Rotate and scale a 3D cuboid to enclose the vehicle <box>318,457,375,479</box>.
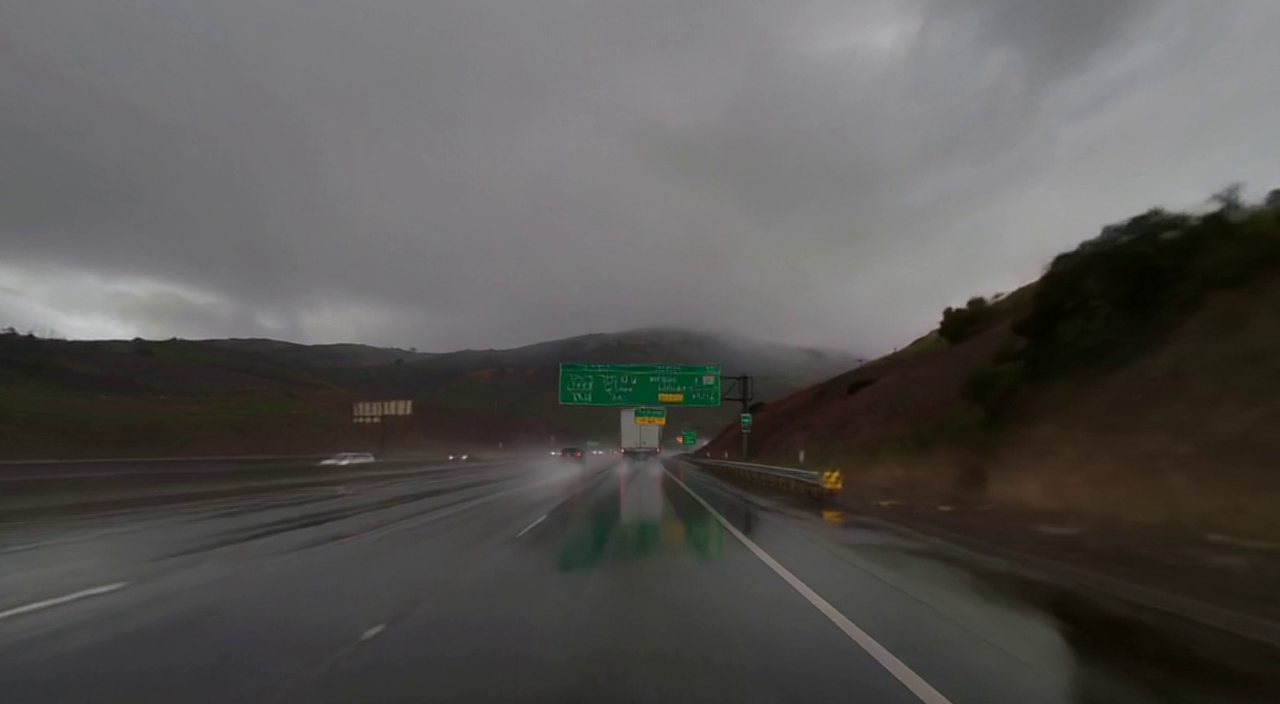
[{"bbox_3d":[-21.706,8.575,46.785,2.020,1.500,4.501,0,-9,2],"label":"vehicle"}]

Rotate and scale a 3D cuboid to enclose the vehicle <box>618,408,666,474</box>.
[{"bbox_3d":[0.236,6.552,45.761,3.039,4.131,11.822,0,-9,1],"label":"vehicle"}]
